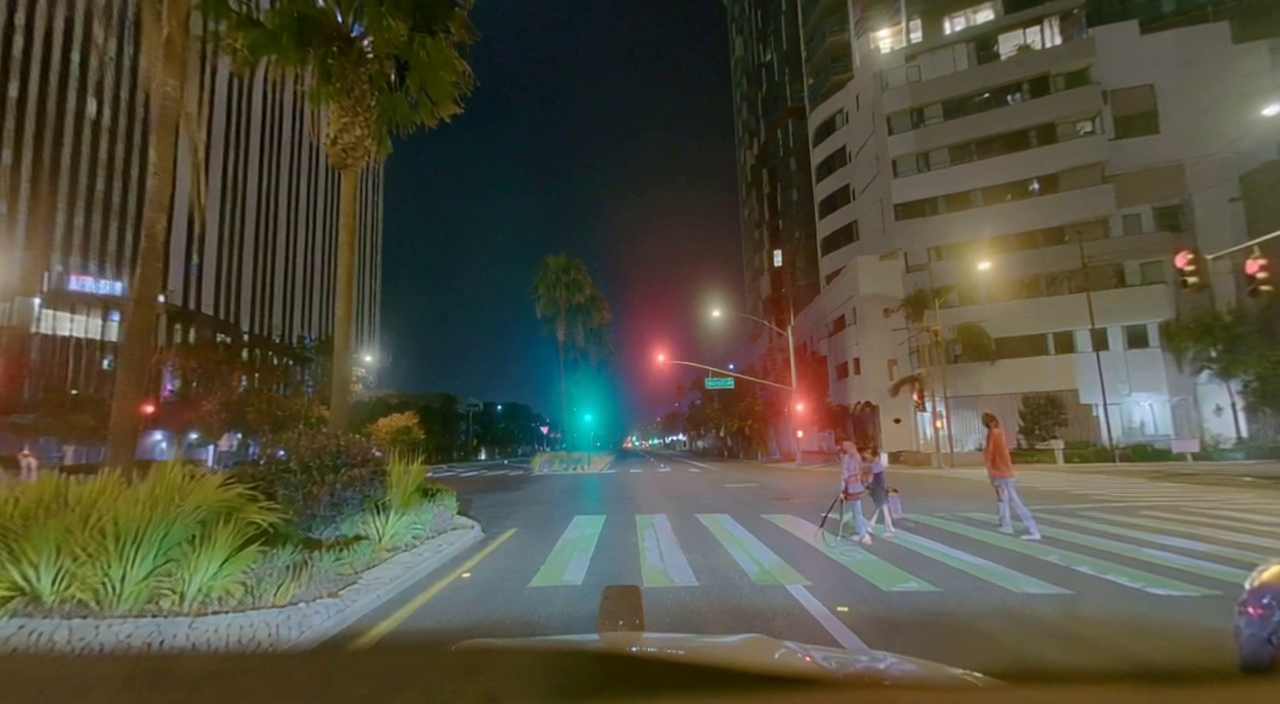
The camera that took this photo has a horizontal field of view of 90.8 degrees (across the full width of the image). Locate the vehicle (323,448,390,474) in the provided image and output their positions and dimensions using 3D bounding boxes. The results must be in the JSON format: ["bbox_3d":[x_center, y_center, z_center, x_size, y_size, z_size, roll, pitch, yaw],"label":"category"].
[{"bbox_3d":[-19.696,7.543,44.164,2.357,1.678,5.014,0,-9,0],"label":"vehicle"}]

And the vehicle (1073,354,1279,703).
[{"bbox_3d":[3.301,0.661,1.118,2.060,1.631,4.169,0,-9,0],"label":"vehicle"}]

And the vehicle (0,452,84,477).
[{"bbox_3d":[-41.574,7.776,43.998,1.804,1.598,4.362,0,-9,-3],"label":"vehicle"}]
